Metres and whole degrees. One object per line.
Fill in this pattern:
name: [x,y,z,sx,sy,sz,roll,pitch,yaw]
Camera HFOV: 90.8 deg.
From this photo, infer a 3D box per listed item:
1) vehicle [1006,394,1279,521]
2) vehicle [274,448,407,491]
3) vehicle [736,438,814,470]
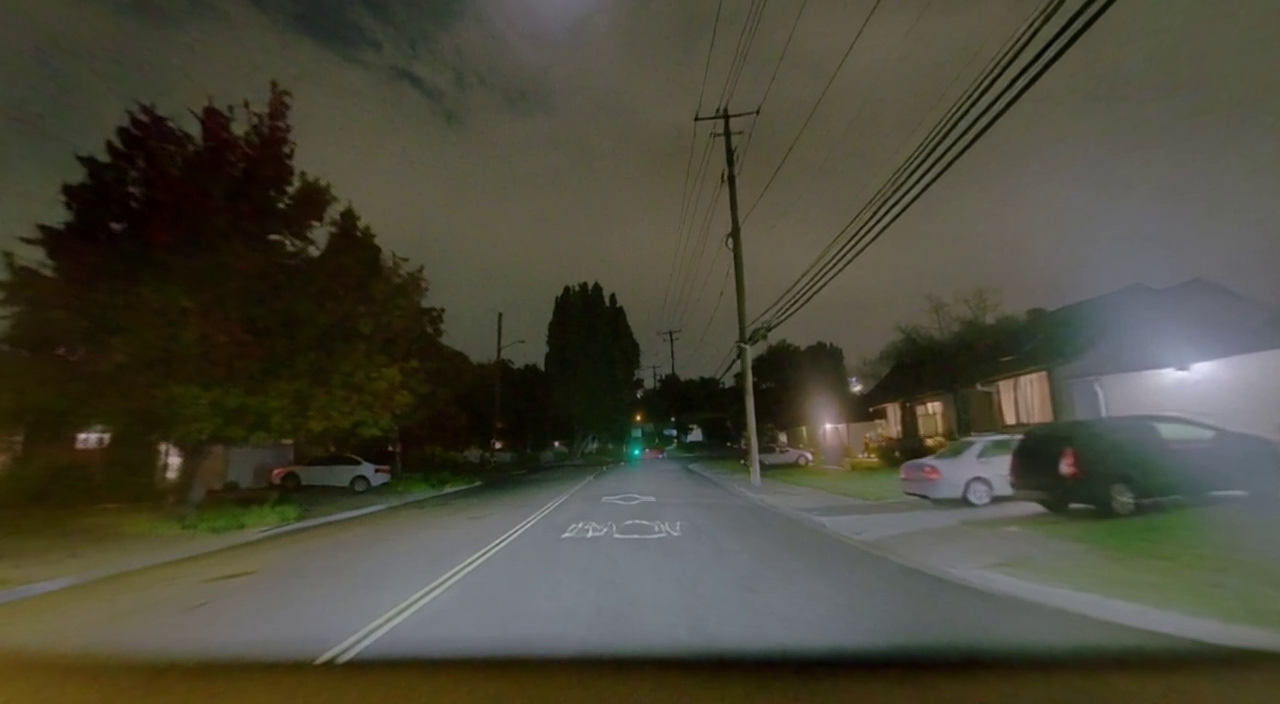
vehicle: [9.376,1.815,11.172,4.557,2.012,1.917,0,-8,-3]
vehicle: [-11.852,4.662,25.206,4.243,1.598,2.003,-1,-8,3]
vehicle: [7.573,5.749,35.647,3.846,1.725,1.920,0,-8,-4]
